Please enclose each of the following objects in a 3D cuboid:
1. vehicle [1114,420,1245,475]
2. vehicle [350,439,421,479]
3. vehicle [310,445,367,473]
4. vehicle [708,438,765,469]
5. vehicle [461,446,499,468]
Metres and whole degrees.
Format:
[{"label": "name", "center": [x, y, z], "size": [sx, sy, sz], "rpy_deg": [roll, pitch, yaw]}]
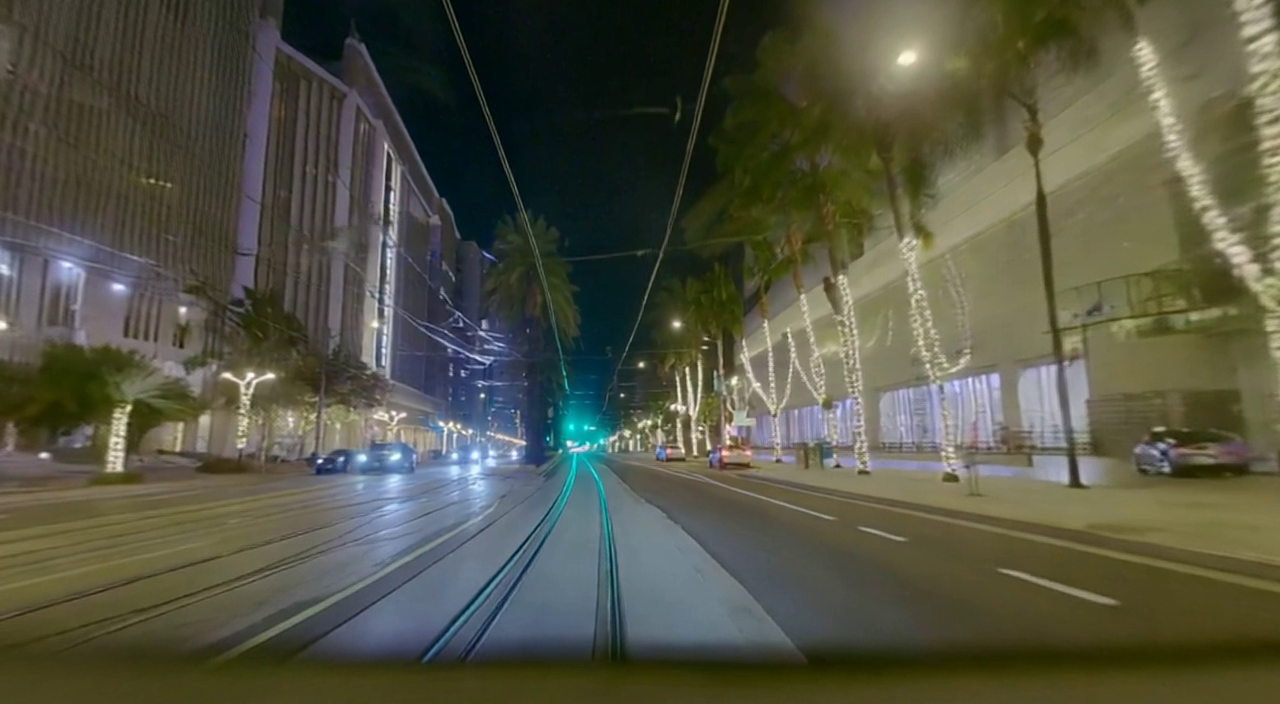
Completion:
[{"label": "vehicle", "center": [16.207, 2.902, 19.227], "size": [1.983, 1.461, 4.547], "rpy_deg": [-5, -9, 28]}, {"label": "vehicle", "center": [-13.138, 5.537, 32.895], "size": [2.127, 1.892, 4.655], "rpy_deg": [1, -8, -6]}, {"label": "vehicle", "center": [-20.480, 7.247, 43.002], "size": [1.974, 1.808, 4.373], "rpy_deg": [1, -8, -5]}, {"label": "vehicle", "center": [5.543, 5.892, 36.927], "size": [1.995, 1.677, 4.863], "rpy_deg": [1, -8, -8]}, {"label": "vehicle", "center": [-11.823, 7.752, 46.769], "size": [2.013, 1.590, 4.241], "rpy_deg": [1, -8, -5]}]
